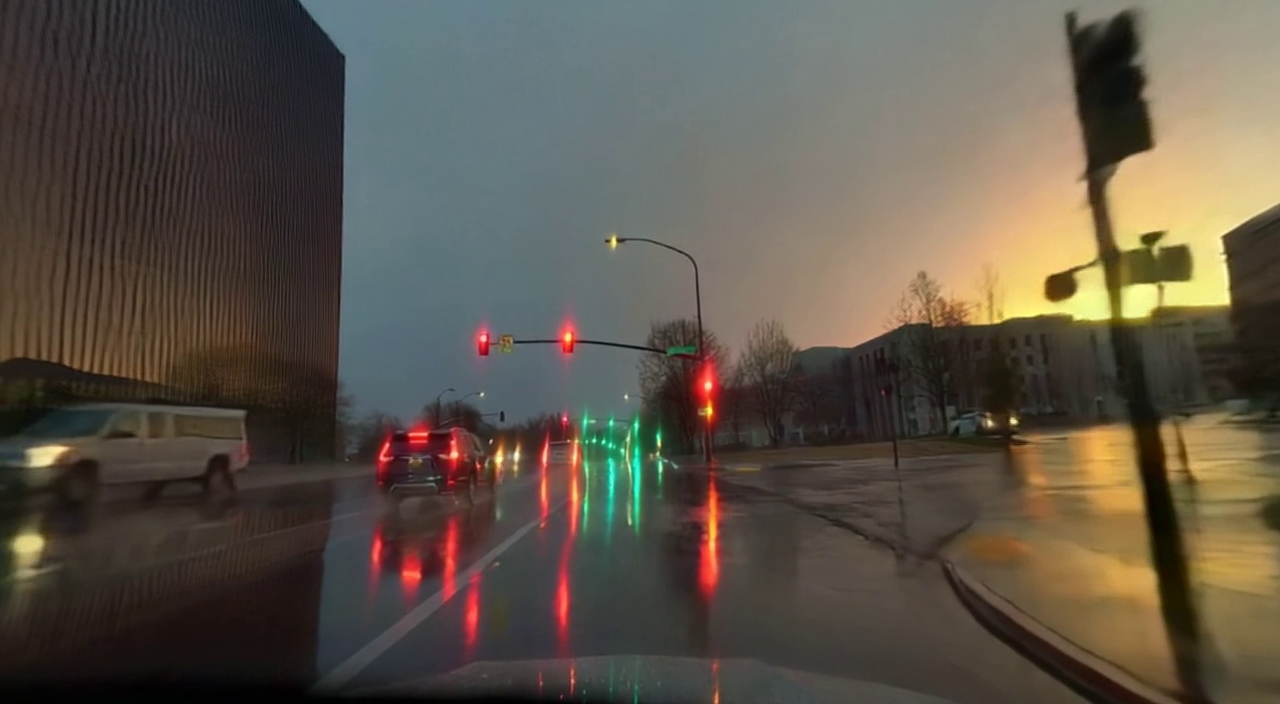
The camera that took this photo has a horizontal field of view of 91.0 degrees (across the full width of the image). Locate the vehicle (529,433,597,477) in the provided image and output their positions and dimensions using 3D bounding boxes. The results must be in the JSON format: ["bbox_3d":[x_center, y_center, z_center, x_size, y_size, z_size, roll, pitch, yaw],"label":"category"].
[{"bbox_3d":[-3.526,4.866,29.957,2.384,1.849,5.009,0,-9,3],"label":"vehicle"}]

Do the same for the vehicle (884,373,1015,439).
[{"bbox_3d":[15.700,2.887,32.340,4.005,2.827,4.538,4,-10,-10],"label":"vehicle"}]

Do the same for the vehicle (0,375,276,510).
[{"bbox_3d":[-16.375,3.014,21.007,3.394,3.584,8.313,0,-9,0],"label":"vehicle"}]

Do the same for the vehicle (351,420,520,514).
[{"bbox_3d":[-4.289,2.503,14.174,2.169,1.741,4.588,0,-9,1],"label":"vehicle"}]
